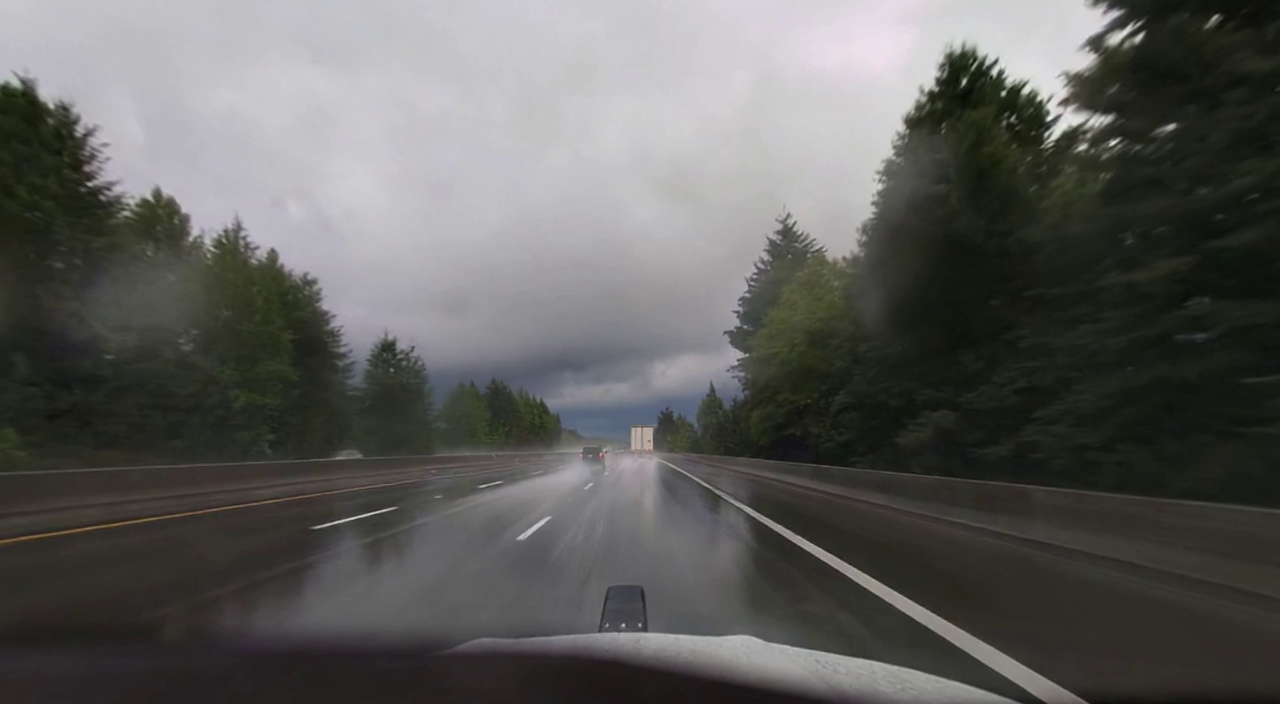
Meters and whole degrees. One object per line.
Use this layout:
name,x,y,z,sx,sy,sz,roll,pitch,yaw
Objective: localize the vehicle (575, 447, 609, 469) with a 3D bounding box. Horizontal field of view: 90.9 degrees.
vehicle,-3.397,7.542,44.959,2.085,1.506,4.101,0,-9,0
